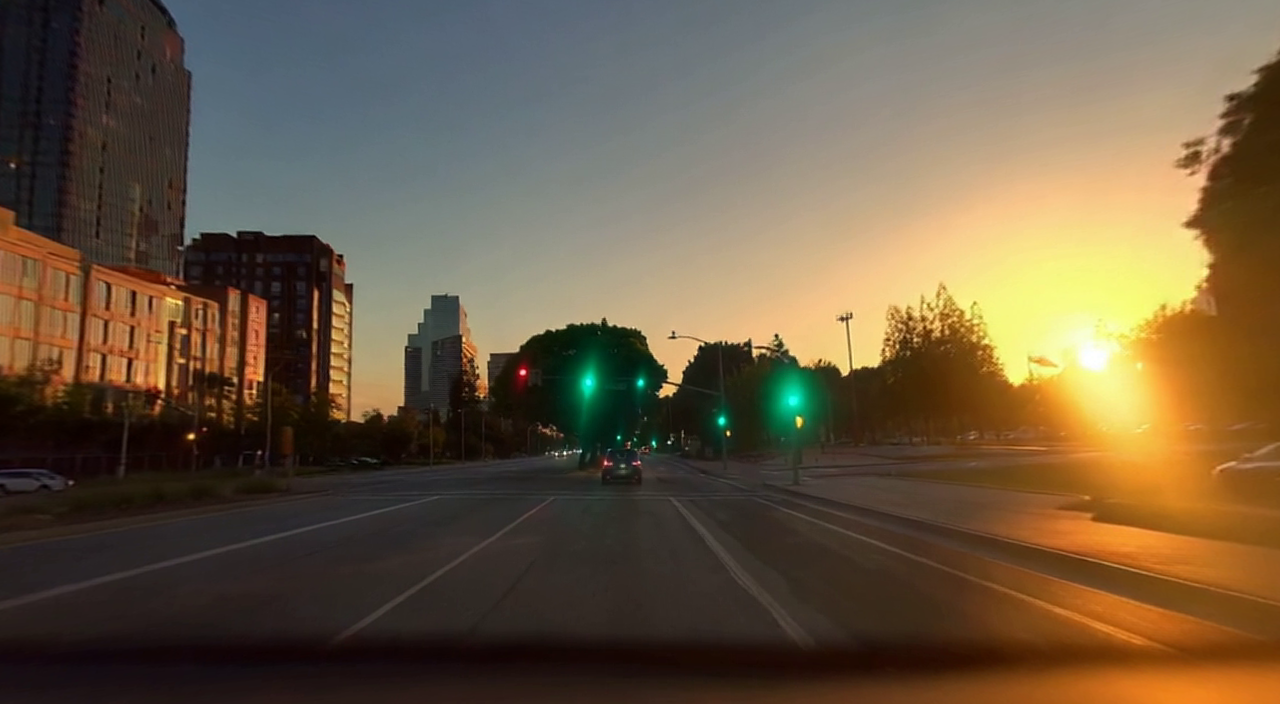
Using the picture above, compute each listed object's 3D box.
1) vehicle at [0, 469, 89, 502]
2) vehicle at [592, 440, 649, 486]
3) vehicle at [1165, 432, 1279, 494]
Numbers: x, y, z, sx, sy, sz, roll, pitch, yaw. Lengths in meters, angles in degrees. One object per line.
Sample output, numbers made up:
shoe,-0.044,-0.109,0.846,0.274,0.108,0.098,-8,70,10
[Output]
vehicle,-34.967,7.577,36.074,4.884,1.736,2.049,0,-9,-2
vehicle,-0.759,4.492,25.759,2.130,1.711,4.038,0,-9,-1
vehicle,16.550,2.788,16.199,4.344,1.451,1.920,-1,-9,1
